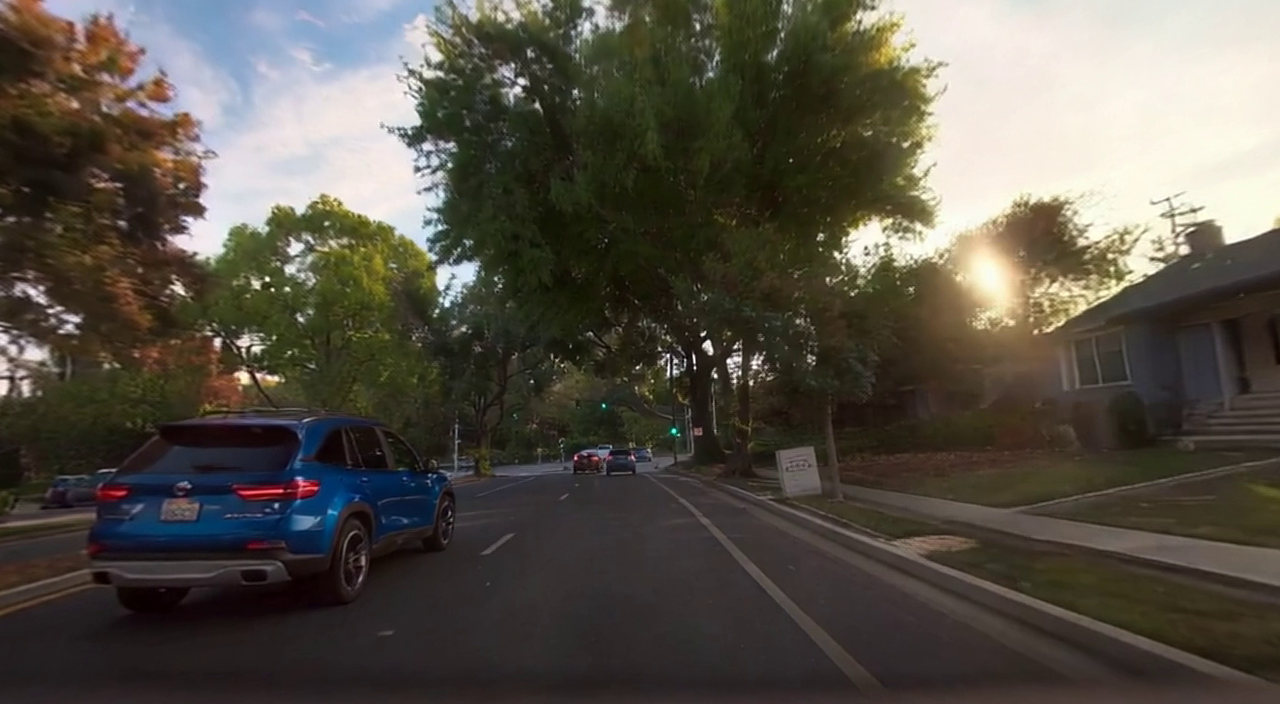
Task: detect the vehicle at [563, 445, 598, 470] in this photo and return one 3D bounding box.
[{"bbox_3d":[-4.178,7.514,45.100,2.002,1.688,4.084,0,-8,1],"label":"vehicle"}]

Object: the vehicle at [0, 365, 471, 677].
[{"bbox_3d":[-3.693,1.465,6.846,2.276,1.960,5.561,0,-8,-1],"label":"vehicle"}]

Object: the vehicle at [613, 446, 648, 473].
[{"bbox_3d":[-0.577,6.413,37.870,2.016,1.470,3.784,0,-8,-1],"label":"vehicle"}]
